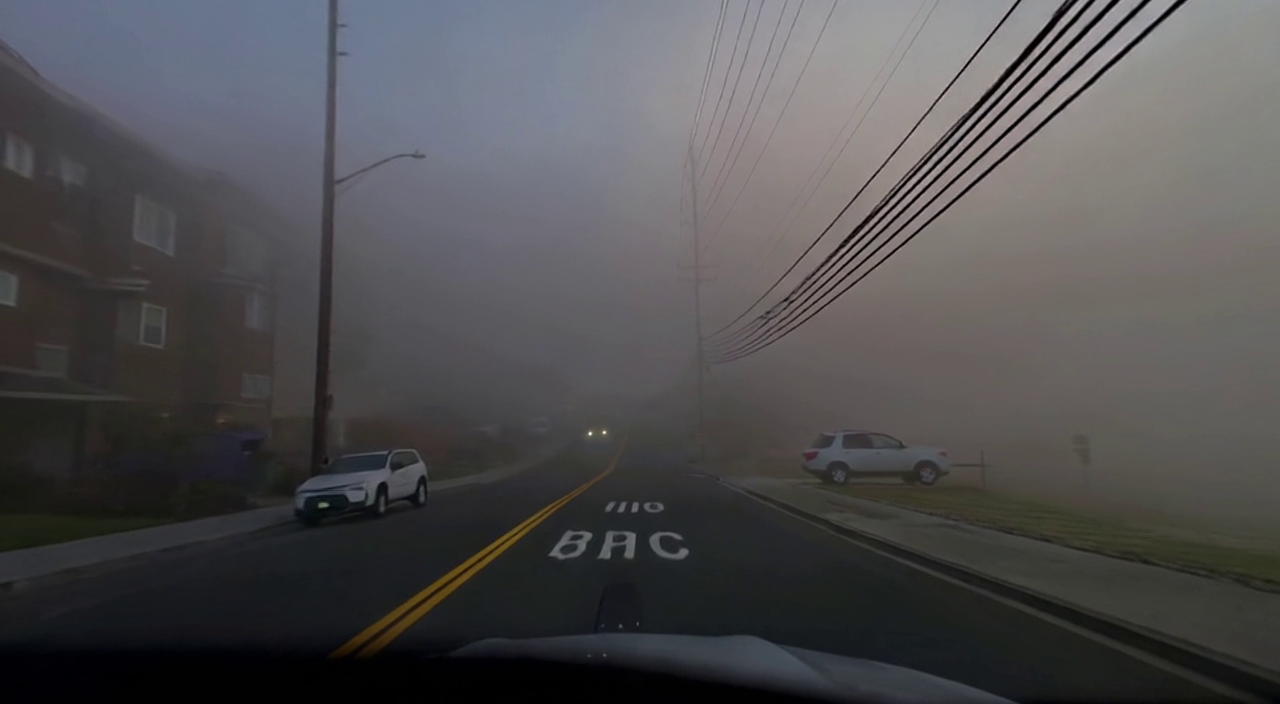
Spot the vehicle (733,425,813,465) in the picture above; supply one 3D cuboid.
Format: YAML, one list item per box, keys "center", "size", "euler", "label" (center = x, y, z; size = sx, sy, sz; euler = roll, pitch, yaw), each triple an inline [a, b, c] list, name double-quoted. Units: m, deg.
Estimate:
- center: [8.013, 5.646, 38.264]
  size: [4.286, 2.044, 1.913]
  euler: [-5, -8, -1]
  label: "vehicle"

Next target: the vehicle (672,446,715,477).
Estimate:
- center: [2.835, 5.876, 34.045]
  size: [2.063, 1.503, 4.415]
  euler: [0, -8, 2]
  label: "vehicle"

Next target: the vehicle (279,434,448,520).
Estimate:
- center: [-6.703, 3.193, 15.952]
  size: [2.156, 1.764, 4.410]
  euler: [-2, -12, 1]
  label: "vehicle"

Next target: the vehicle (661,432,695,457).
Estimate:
- center: [2.893, 7.209, 48.989]
  size: [2.211, 1.860, 4.813]
  euler: [0, -8, -1]
  label: "vehicle"

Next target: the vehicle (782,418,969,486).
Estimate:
- center: [7.960, 3.441, 21.759]
  size: [5.512, 1.846, 2.115]
  euler: [-4, -8, 1]
  label: "vehicle"
